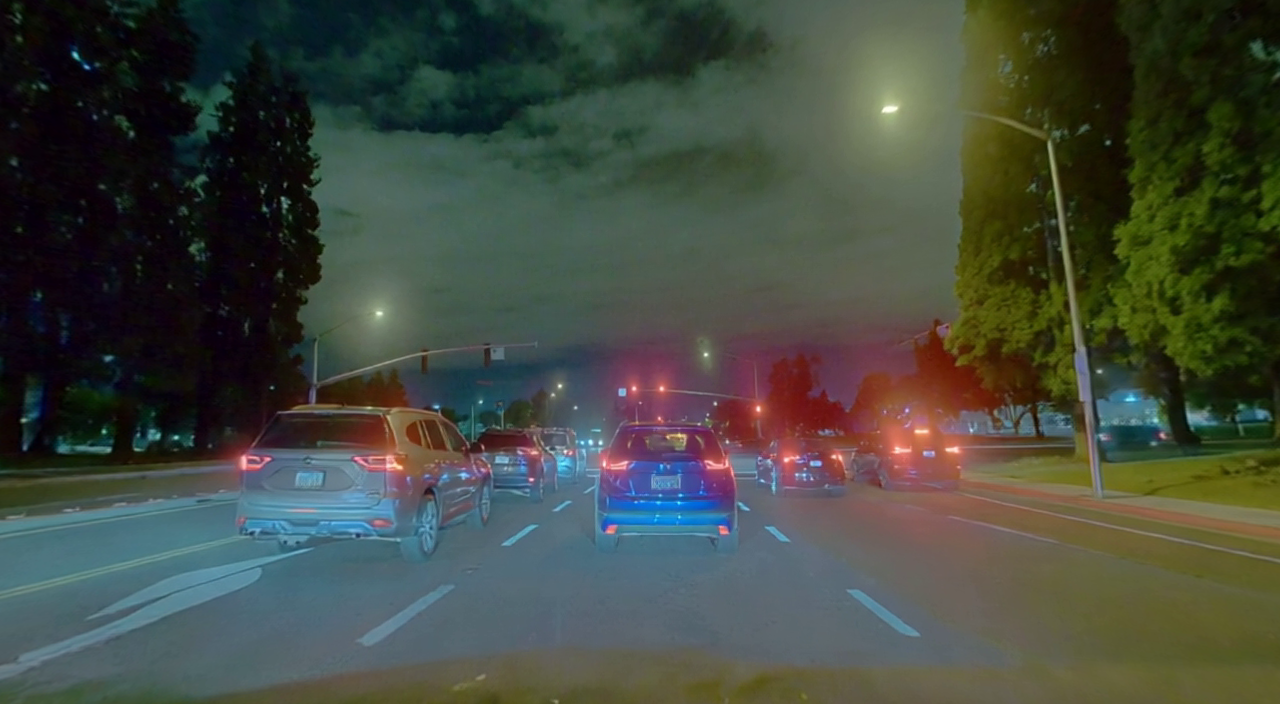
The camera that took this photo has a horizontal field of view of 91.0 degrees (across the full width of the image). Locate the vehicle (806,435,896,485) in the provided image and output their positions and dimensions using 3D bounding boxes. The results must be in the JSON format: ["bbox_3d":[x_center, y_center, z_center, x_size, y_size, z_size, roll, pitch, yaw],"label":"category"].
[{"bbox_3d":[7.410,3.813,22.599,2.067,1.599,4.251,-1,-8,5],"label":"vehicle"}]

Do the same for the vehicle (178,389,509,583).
[{"bbox_3d":[-3.247,1.578,8.169,2.085,1.812,4.388,0,-8,1],"label":"vehicle"}]

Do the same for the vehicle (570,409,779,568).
[{"bbox_3d":[0.387,1.747,8.769,2.189,1.649,4.171,0,-8,1],"label":"vehicle"}]

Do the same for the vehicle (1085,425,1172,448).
[{"bbox_3d":[34.963,6.103,45.234,4.632,1.580,1.801,-5,-10,31],"label":"vehicle"}]
